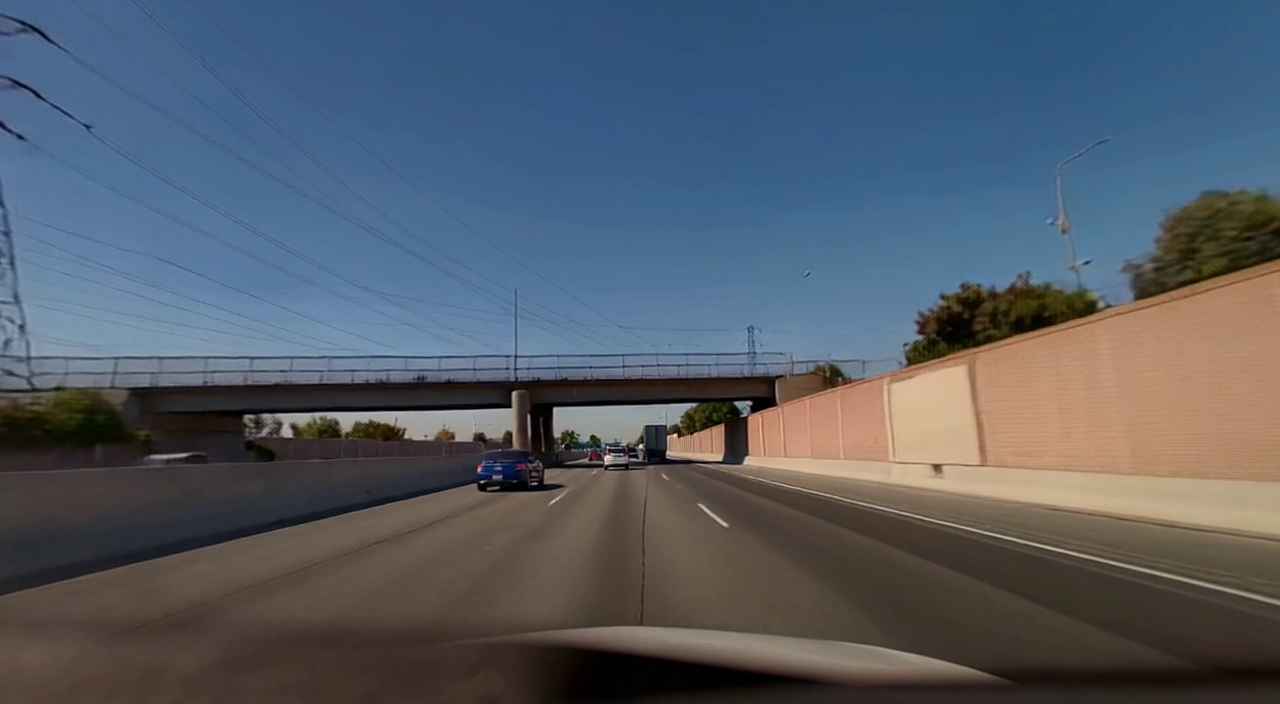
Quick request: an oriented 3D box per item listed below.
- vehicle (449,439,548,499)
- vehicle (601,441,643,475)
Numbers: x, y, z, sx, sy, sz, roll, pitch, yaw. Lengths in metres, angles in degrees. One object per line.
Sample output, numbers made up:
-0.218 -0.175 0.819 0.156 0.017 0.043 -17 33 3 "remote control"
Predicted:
-3.957 3.346 18.278 1.987 1.548 3.981 0 -9 -1 "vehicle"
-0.892 5.453 32.387 2.004 1.615 4.113 0 -9 -1 "vehicle"
